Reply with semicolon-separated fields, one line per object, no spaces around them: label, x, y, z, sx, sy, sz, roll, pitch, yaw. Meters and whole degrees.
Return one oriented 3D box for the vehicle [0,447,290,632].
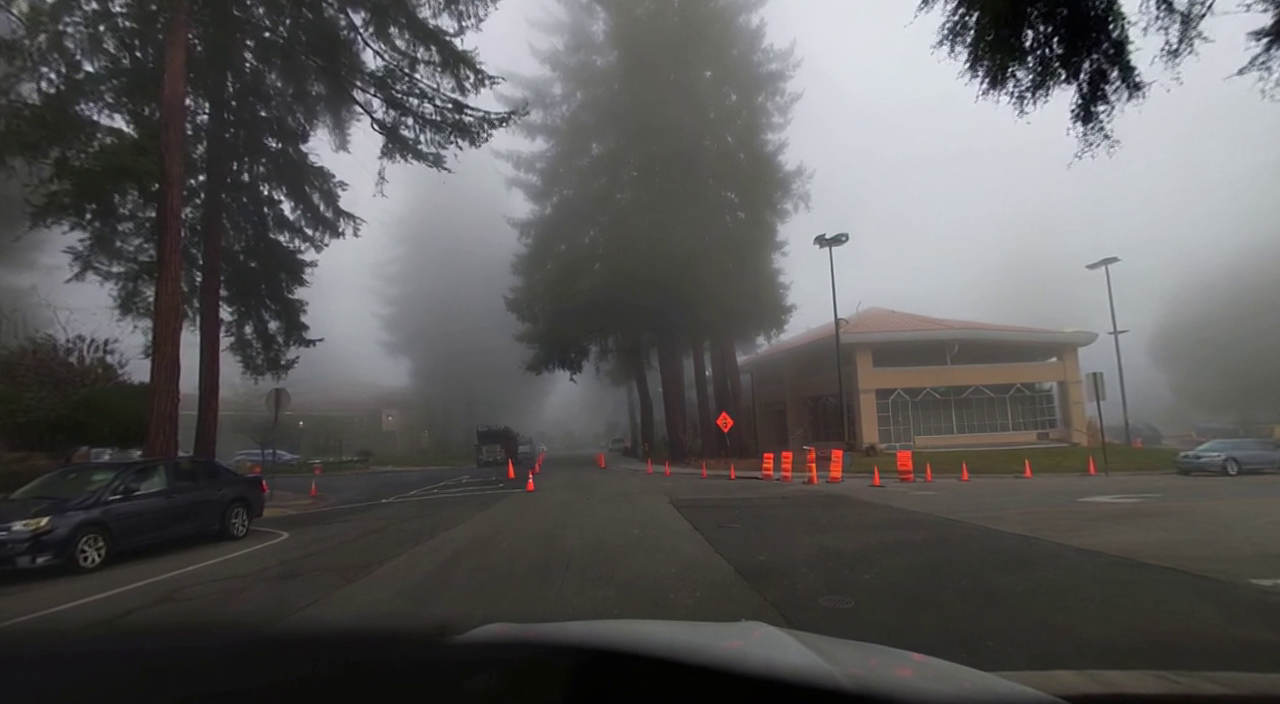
vehicle;-7.596;2.007;7.556;2.961;1.701;7.563;1;-9;-4
